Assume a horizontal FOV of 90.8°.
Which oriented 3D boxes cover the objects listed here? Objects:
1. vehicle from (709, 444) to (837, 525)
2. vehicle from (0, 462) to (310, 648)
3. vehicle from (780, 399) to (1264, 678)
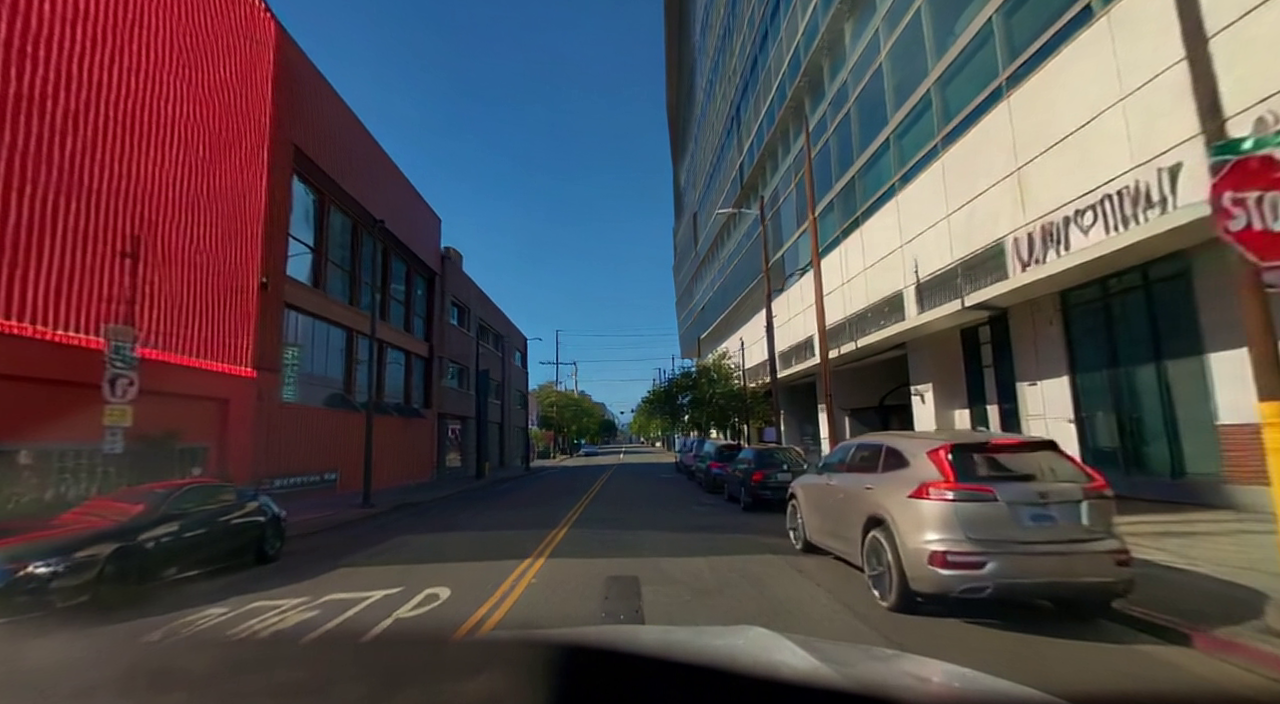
[{"bbox_3d":[2.679,2.760,13.793,1.759,1.472,4.304,0,-9,-1],"label":"vehicle"},{"bbox_3d":[-5.746,2.064,7.318,1.864,1.447,3.887,0,-9,-3],"label":"vehicle"},{"bbox_3d":[2.825,1.474,6.170,1.917,1.680,4.500,0,-9,1],"label":"vehicle"}]
